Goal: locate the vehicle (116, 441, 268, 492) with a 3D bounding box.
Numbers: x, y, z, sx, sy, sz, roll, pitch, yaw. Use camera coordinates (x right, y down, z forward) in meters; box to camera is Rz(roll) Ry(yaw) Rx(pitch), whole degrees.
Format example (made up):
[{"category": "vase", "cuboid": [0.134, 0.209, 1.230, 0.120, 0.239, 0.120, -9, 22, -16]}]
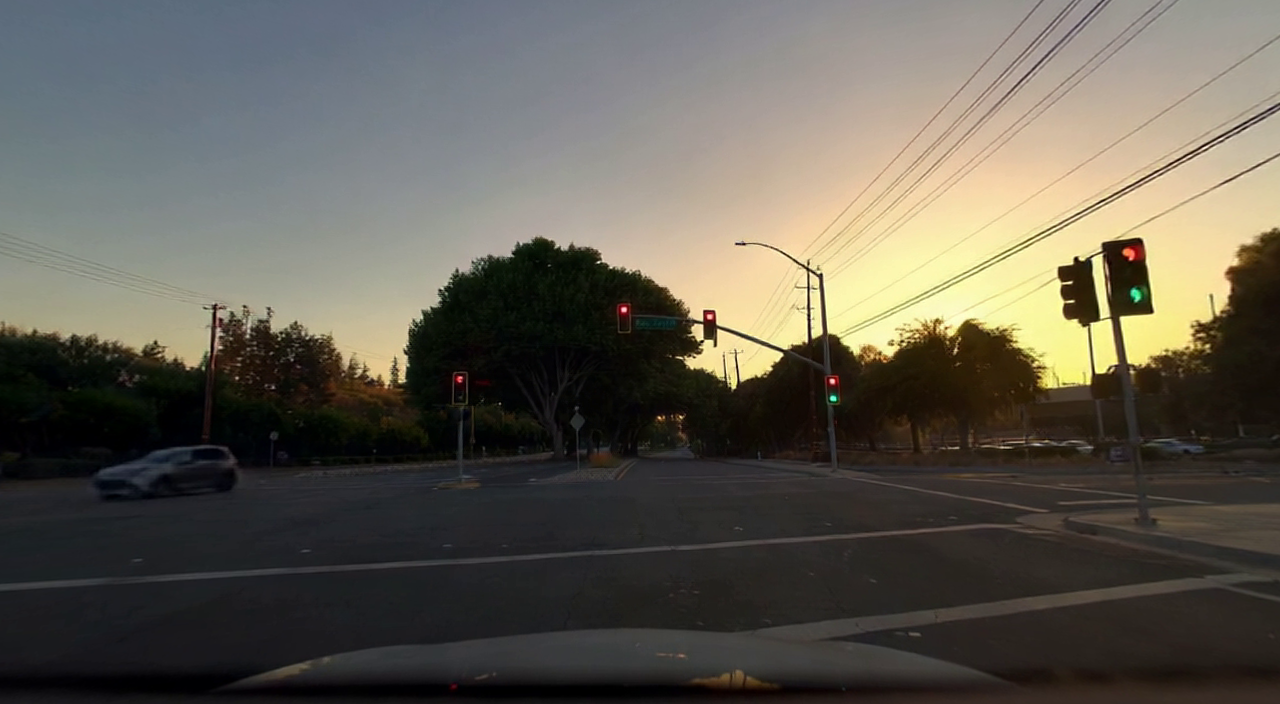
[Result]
[{"category": "vehicle", "cuboid": [-15.073, 3.833, 21.608, 1.893, 1.547, 4.283, -1, -8, 3]}]
